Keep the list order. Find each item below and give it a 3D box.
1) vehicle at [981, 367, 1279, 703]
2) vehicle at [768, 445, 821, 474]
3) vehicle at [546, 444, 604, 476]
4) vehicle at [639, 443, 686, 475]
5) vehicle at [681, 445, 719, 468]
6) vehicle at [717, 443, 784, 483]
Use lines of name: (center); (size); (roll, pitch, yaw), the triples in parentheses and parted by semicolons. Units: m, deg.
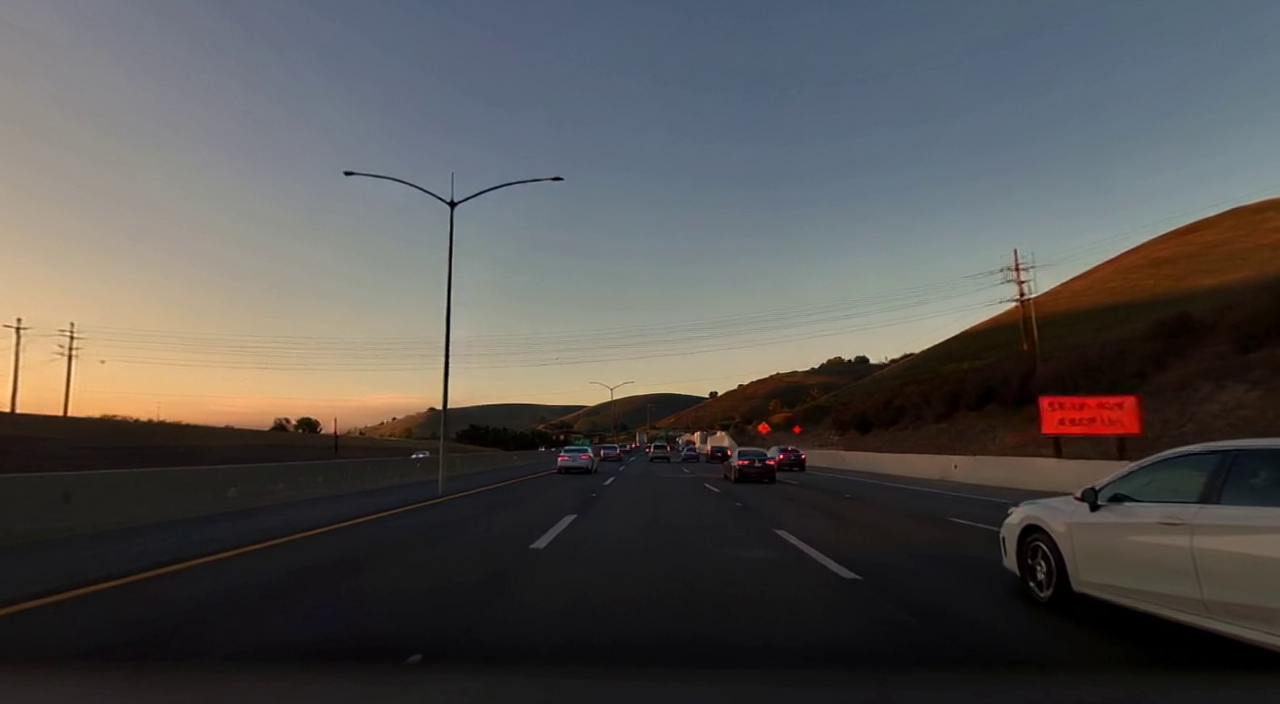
vehicle: (3.915, 0.926, 2.979); (2.018, 1.670, 4.658); (0, -8, 1)
vehicle: (8.395, 5.848, 34.601); (1.843, 1.505, 4.007); (0, -8, 0)
vehicle: (-3.017, 5.127, 30.232); (2.232, 1.438, 4.163); (-1, -8, 2)
vehicle: (1.050, 5.346, 31.779); (2.138, 1.473, 4.392); (0, -8, 0)
vehicle: (4.074, 7.101, 43.195); (2.177, 1.453, 4.205); (0, -8, 0)
vehicle: (4.340, 4.393, 25.320); (1.867, 1.465, 4.093); (0, -8, -1)
